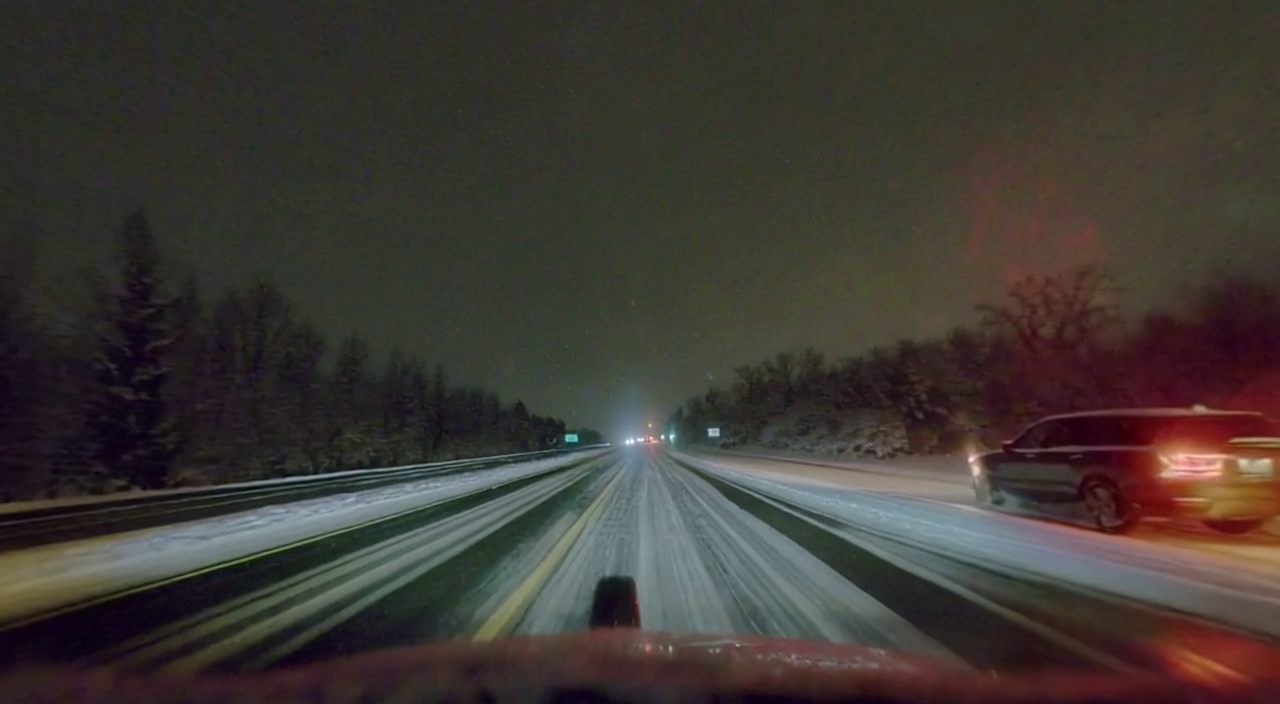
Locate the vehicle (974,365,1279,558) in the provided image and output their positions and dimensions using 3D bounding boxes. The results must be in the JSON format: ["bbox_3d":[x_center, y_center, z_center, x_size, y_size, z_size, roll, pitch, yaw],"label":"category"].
[{"bbox_3d":[7.400,1.431,8.722,2.328,1.916,5.227,0,-8,-5],"label":"vehicle"}]
